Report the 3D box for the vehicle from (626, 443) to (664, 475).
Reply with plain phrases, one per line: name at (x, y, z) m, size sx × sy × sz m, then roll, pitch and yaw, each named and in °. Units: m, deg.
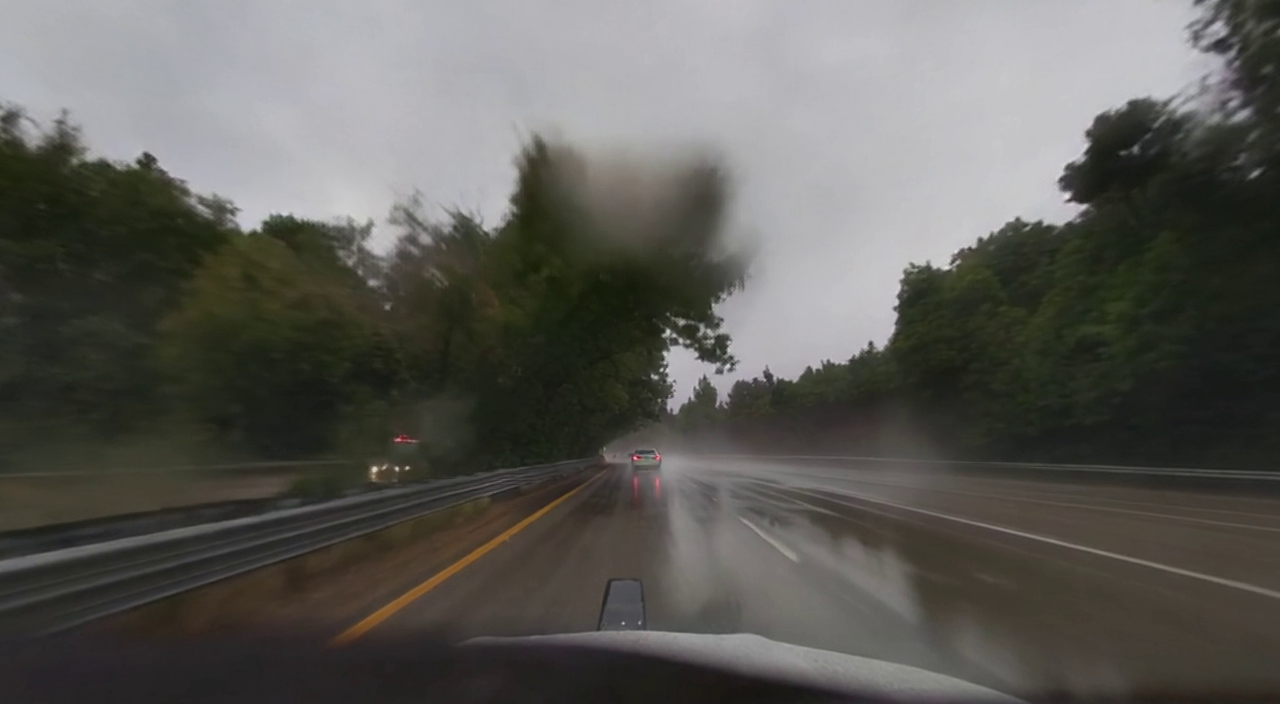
vehicle at (0.233, 5.814, 34.396) m, size 1.987 × 1.658 × 3.620 m, roll 0°, pitch -9°, yaw 0°
